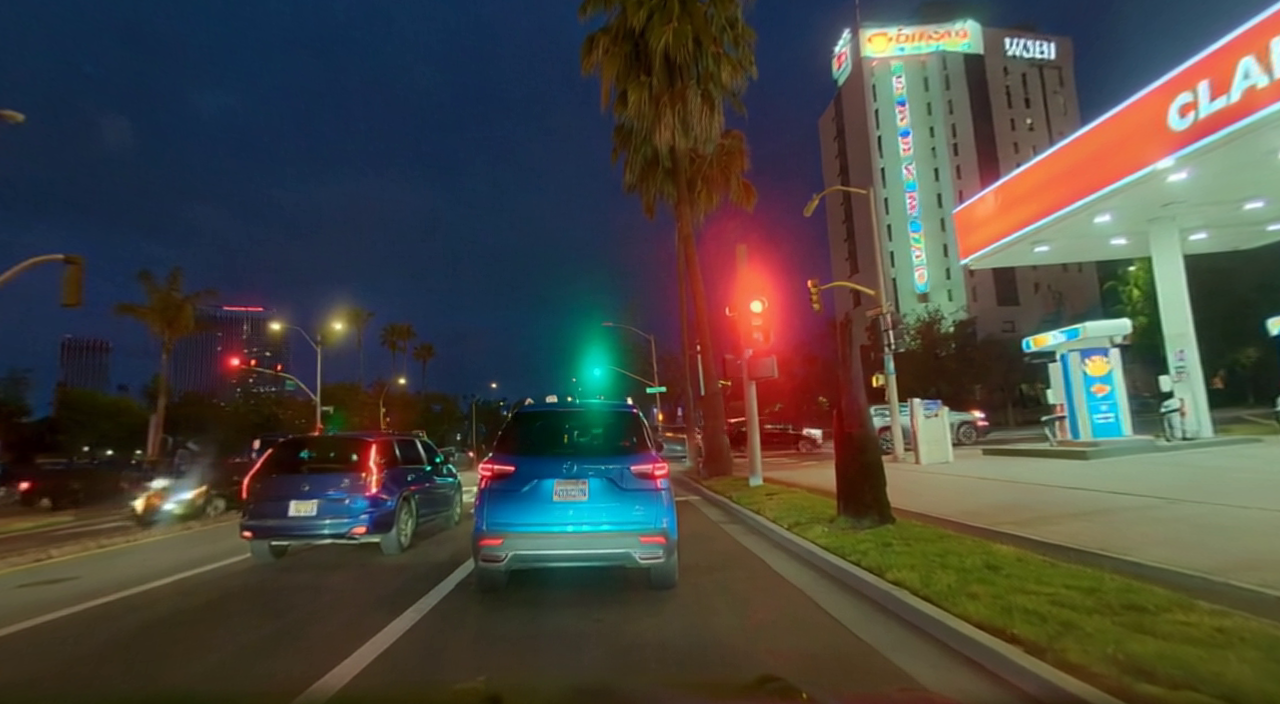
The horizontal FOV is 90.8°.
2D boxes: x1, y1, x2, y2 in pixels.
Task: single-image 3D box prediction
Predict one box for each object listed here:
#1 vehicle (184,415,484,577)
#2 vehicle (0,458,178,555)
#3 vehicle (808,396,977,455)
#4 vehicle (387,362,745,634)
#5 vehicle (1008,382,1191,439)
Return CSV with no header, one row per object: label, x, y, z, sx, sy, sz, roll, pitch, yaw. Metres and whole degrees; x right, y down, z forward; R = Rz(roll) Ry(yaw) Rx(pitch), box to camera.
vehicle,-3.874,1.894,9.295,2.097,1.692,5.030,0,-8,-3
vehicle,-12.482,3.380,14.654,2.331,1.708,4.660,5,-10,-31
vehicle,9.193,2.733,23.324,5.307,2.076,2.122,0,-8,-5
vehicle,-0.637,1.373,6.987,2.519,1.913,4.819,0,-8,-3
vehicle,17.038,2.228,23.642,5.033,1.999,2.259,0,-8,-2
